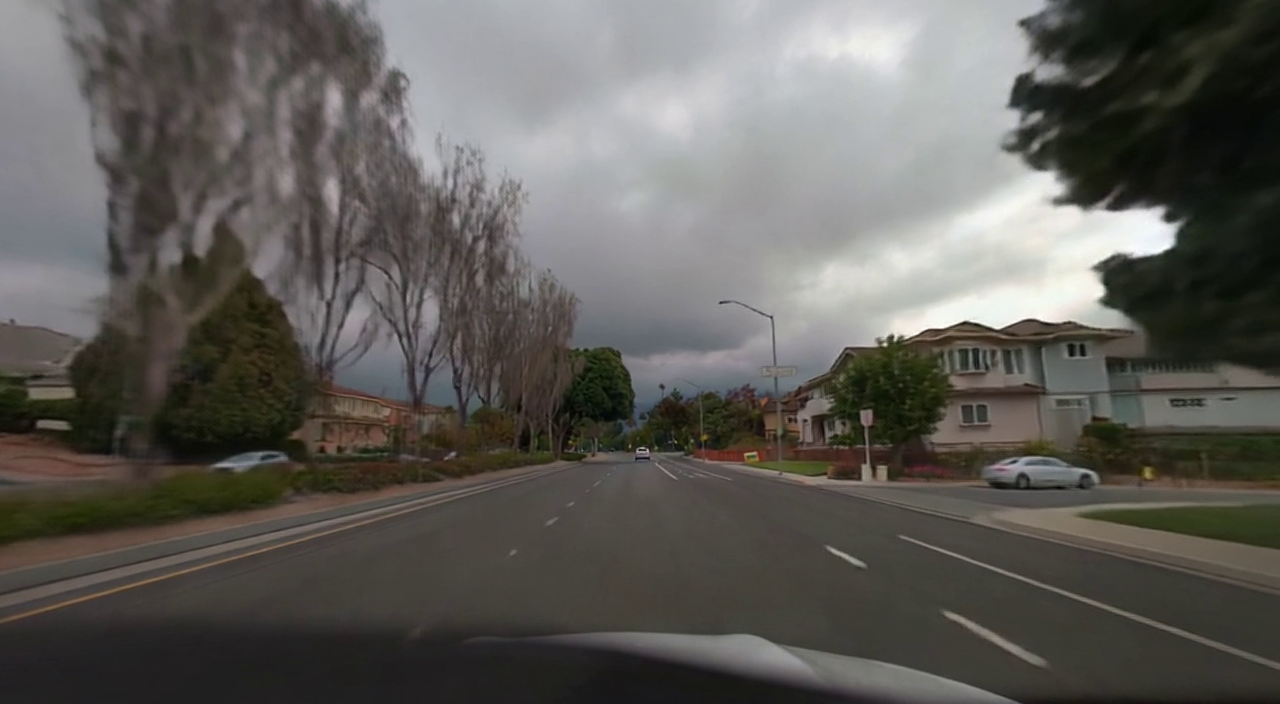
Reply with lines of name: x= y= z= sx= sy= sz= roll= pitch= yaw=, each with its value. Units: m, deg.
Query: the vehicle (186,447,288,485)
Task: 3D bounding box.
vehicle: x=-19.875 y=5.609 z=31.478 sx=1.954 sy=1.716 sz=4.676 roll=0 pitch=-8 yaw=0

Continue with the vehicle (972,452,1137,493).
vehicle: x=15.977 y=4.650 z=24.555 sx=4.913 sy=1.470 sz=2.045 roll=0 pitch=-8 yaw=0
